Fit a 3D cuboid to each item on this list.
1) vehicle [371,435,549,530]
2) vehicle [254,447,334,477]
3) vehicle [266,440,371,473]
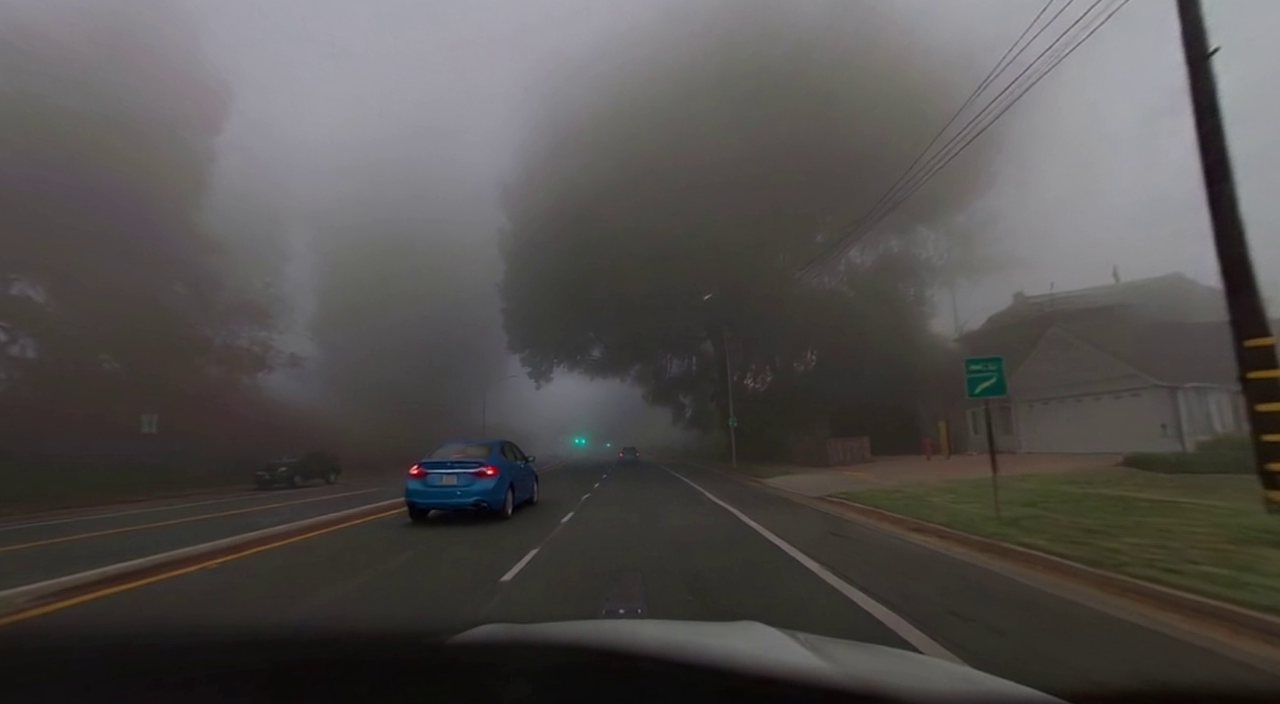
[{"bbox_3d":[-3.163,2.389,12.170,2.113,1.493,4.222,0,-9,1],"label":"vehicle"},{"bbox_3d":[-20.069,6.392,36.744,3.670,1.486,1.735,-3,-10,-3],"label":"vehicle"},{"bbox_3d":[-20.207,6.598,39.921,5.385,1.975,2.195,0,-9,-1],"label":"vehicle"}]
